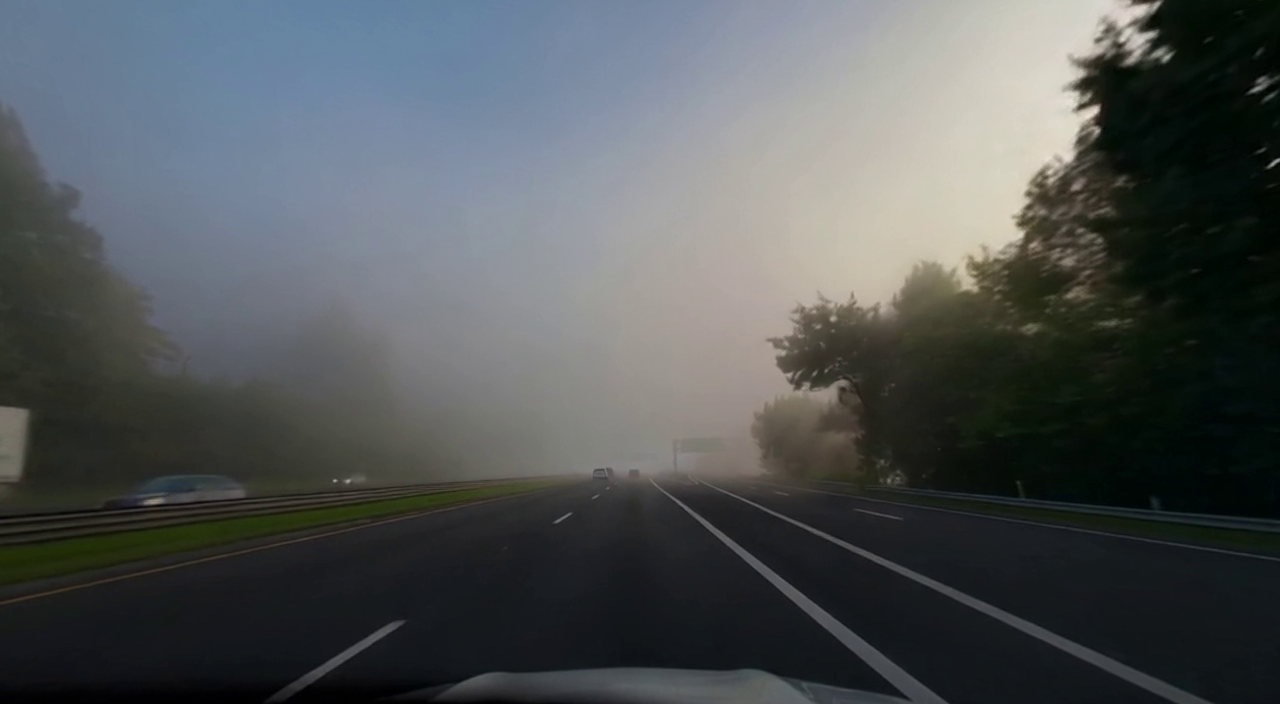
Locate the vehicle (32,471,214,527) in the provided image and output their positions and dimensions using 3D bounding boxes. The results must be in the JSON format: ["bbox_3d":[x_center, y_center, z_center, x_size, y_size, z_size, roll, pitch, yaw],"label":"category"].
[{"bbox_3d":[-16.179,4.594,20.139,1.874,1.496,4.616,1,-11,0],"label":"vehicle"}]
